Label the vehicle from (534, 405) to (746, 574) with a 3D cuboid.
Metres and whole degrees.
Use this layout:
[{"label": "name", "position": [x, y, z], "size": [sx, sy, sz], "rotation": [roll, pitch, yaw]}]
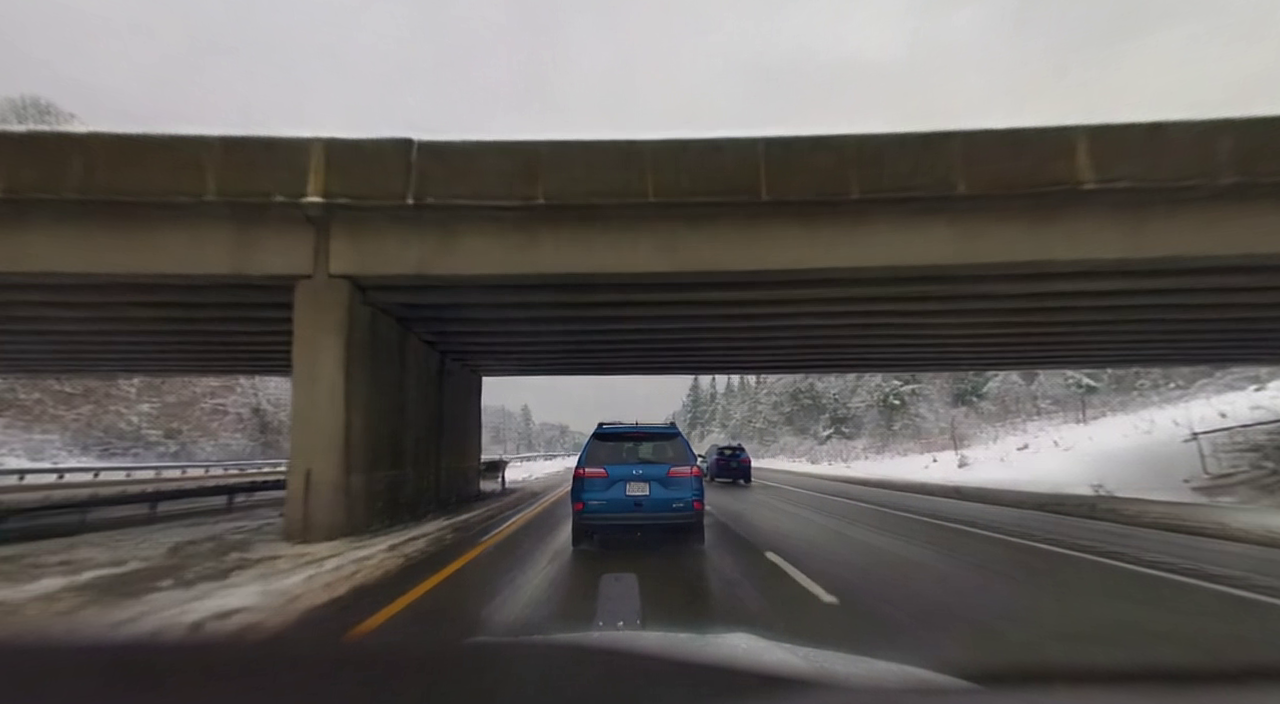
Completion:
[{"label": "vehicle", "position": [0.005, 1.809, 8.943], "size": [2.288, 1.823, 4.059], "rotation": [0, -9, 0]}]
